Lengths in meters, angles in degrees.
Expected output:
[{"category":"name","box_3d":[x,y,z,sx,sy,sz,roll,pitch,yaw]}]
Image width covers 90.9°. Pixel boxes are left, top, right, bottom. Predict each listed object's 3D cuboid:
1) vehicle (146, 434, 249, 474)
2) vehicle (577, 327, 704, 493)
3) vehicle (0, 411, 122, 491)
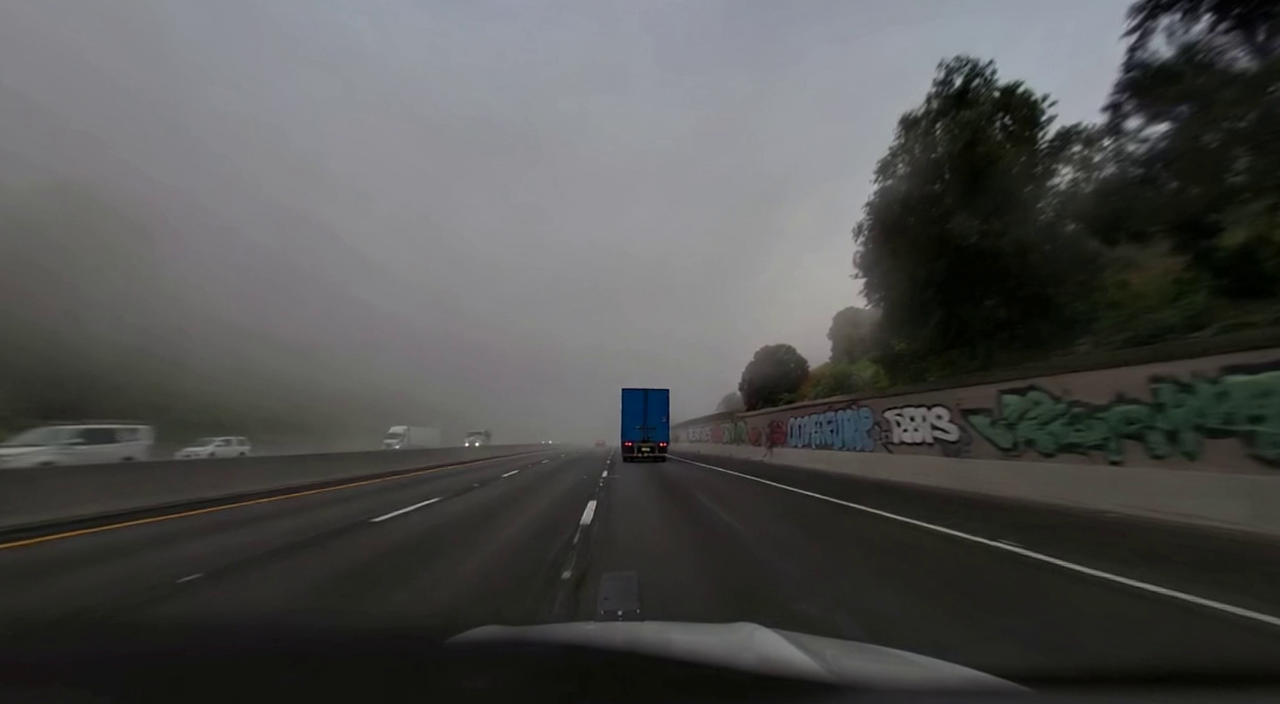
[{"category":"vehicle","box_3d":[-22.344,5.143,32.108,2.026,1.853,4.642,0,-8,-2]},{"category":"vehicle","box_3d":[-0.169,1.703,17.424,2.880,3.798,5.927,0,-8,-4]},{"category":"vehicle","box_3d":[-14.387,2.196,14.160,1.998,1.647,4.170,0,-8,-2]}]
